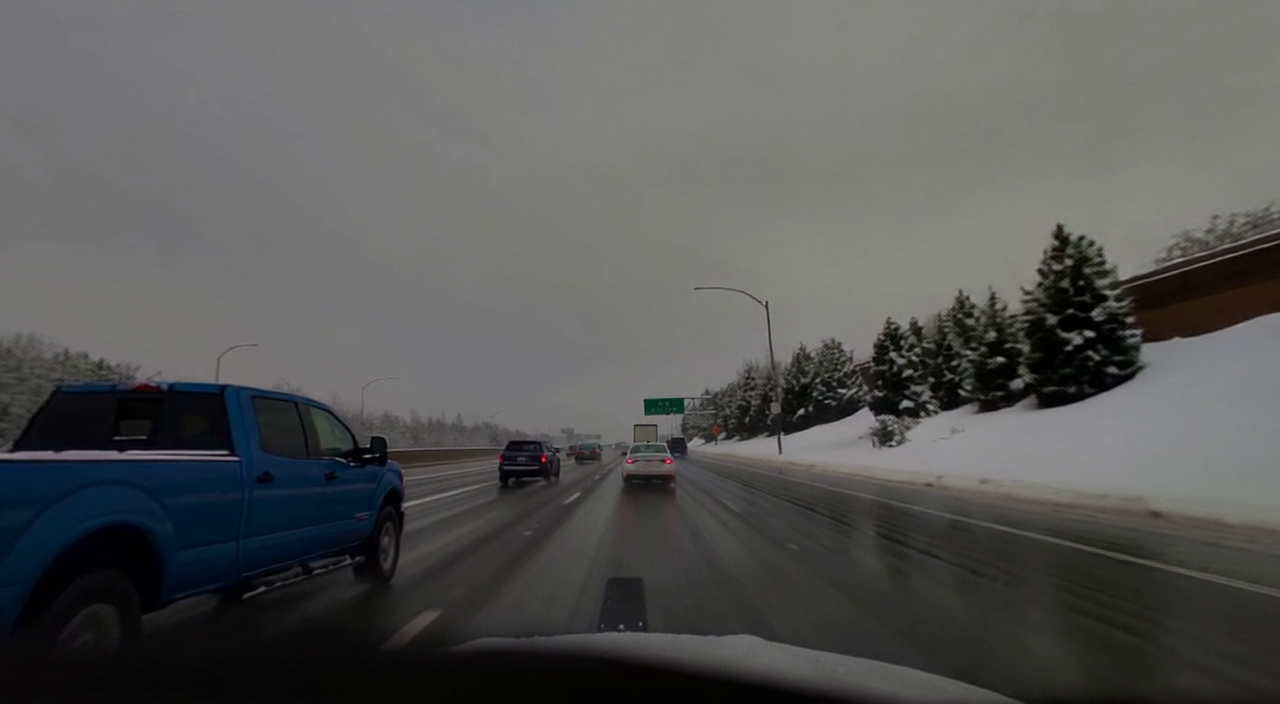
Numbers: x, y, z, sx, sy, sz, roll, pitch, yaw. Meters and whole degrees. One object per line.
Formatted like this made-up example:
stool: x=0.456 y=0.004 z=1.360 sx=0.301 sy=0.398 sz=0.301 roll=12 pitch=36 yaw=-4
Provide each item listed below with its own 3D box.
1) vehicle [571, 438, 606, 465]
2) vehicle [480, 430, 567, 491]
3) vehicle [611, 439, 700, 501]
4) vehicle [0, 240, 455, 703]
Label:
vehicle: x=-3.306 y=6.508 z=41.465 sx=1.897 sy=1.646 sz=4.049 roll=0 pitch=-8 yaw=1
vehicle: x=-3.570 y=3.398 z=20.123 sx=1.903 sy=1.721 sz=4.210 roll=0 pitch=-8 yaw=1
vehicle: x=0.372 y=3.047 z=16.740 sx=2.054 sy=1.421 sz=4.090 roll=0 pitch=-8 yaw=0
vehicle: x=-3.390 y=0.959 z=4.422 sx=2.269 sy=2.060 sz=5.933 roll=0 pitch=-8 yaw=1
